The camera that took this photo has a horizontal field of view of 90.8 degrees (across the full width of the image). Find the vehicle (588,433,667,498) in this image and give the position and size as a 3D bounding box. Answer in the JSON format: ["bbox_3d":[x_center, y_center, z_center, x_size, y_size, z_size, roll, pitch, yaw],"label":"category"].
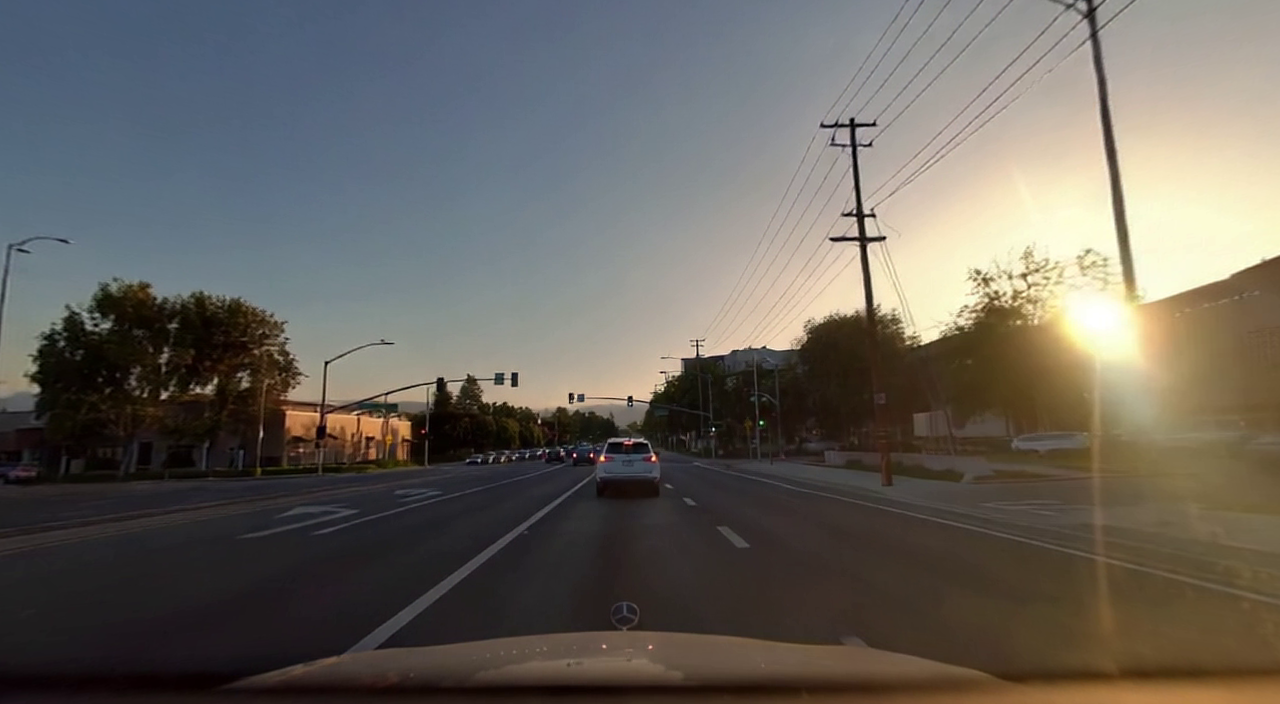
[{"bbox_3d":[-0.390,3.460,19.615,2.188,1.782,3.982,0,-9,-2],"label":"vehicle"}]

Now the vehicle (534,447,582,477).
[{"bbox_3d":[-4.275,5.841,33.777,2.075,1.474,4.367,0,-9,-1],"label":"vehicle"}]

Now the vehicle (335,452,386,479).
[{"bbox_3d":[-19.579,7.963,44.487,1.986,1.704,4.546,1,-9,-7],"label":"vehicle"}]
